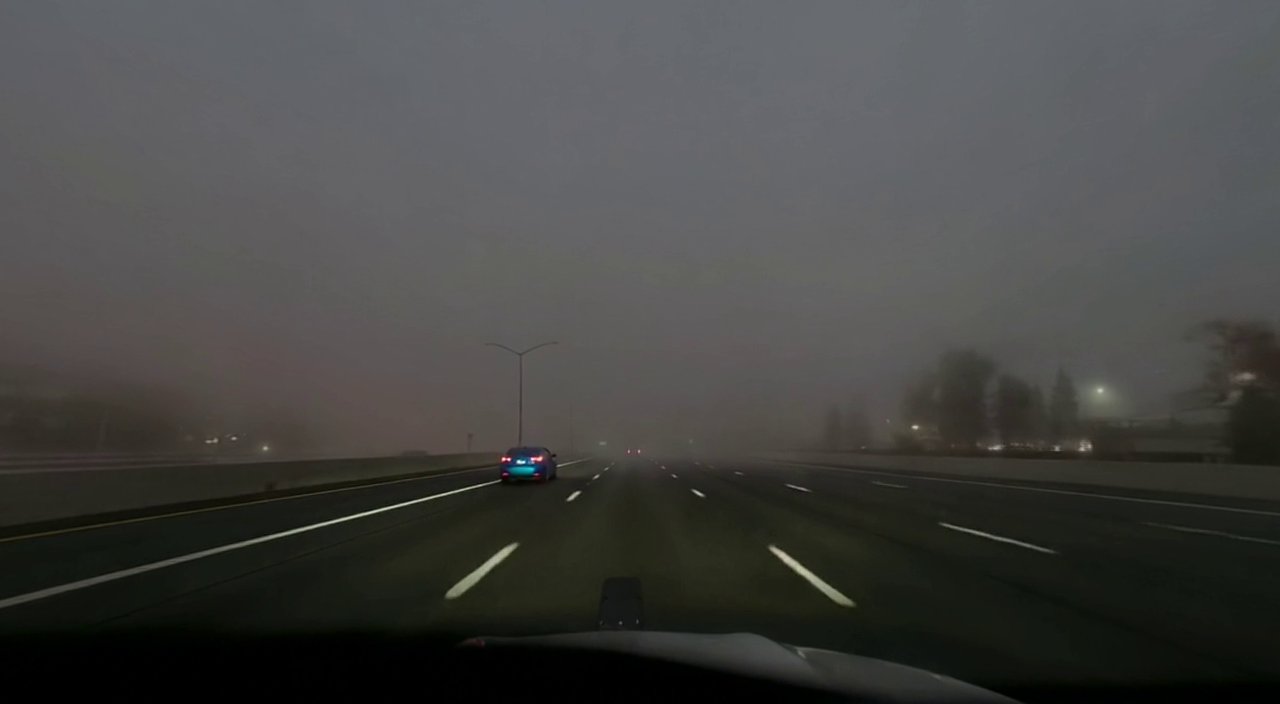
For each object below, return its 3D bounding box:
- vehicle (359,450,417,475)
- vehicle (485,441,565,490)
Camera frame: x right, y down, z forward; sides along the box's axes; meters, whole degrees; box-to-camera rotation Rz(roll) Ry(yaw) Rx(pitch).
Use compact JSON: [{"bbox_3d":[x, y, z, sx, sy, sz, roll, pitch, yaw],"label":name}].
[{"bbox_3d":[-16.937,7.404,42.701,1.991,1.538,4.654,0,-9,0],"label":"vehicle"},{"bbox_3d":[-3.819,3.861,21.840,1.900,1.492,4.495,0,-9,0],"label":"vehicle"}]
